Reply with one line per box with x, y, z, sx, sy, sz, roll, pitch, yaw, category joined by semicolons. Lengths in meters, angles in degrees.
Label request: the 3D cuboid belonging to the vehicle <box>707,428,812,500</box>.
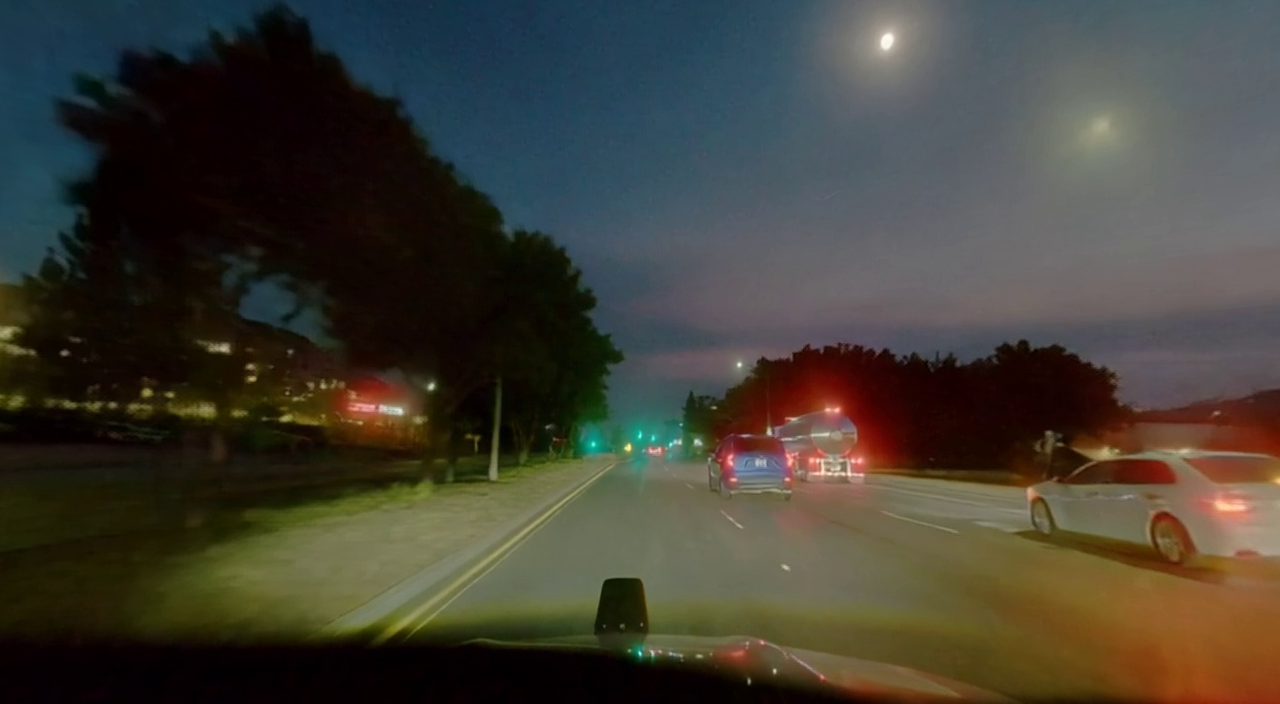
3.156;3.088;17.727;2.045;1.729;4.532;0;-8;0;vehicle

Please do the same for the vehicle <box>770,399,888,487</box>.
7.640;3.838;26.525;2.849;3.207;6.275;0;-8;-1;vehicle

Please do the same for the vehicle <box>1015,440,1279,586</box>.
7.464;1.964;8.636;1.966;1.476;4.270;0;-8;-1;vehicle

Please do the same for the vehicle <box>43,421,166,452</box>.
-28.605;4.533;33.779;4.723;1.592;1.994;0;-8;1;vehicle
